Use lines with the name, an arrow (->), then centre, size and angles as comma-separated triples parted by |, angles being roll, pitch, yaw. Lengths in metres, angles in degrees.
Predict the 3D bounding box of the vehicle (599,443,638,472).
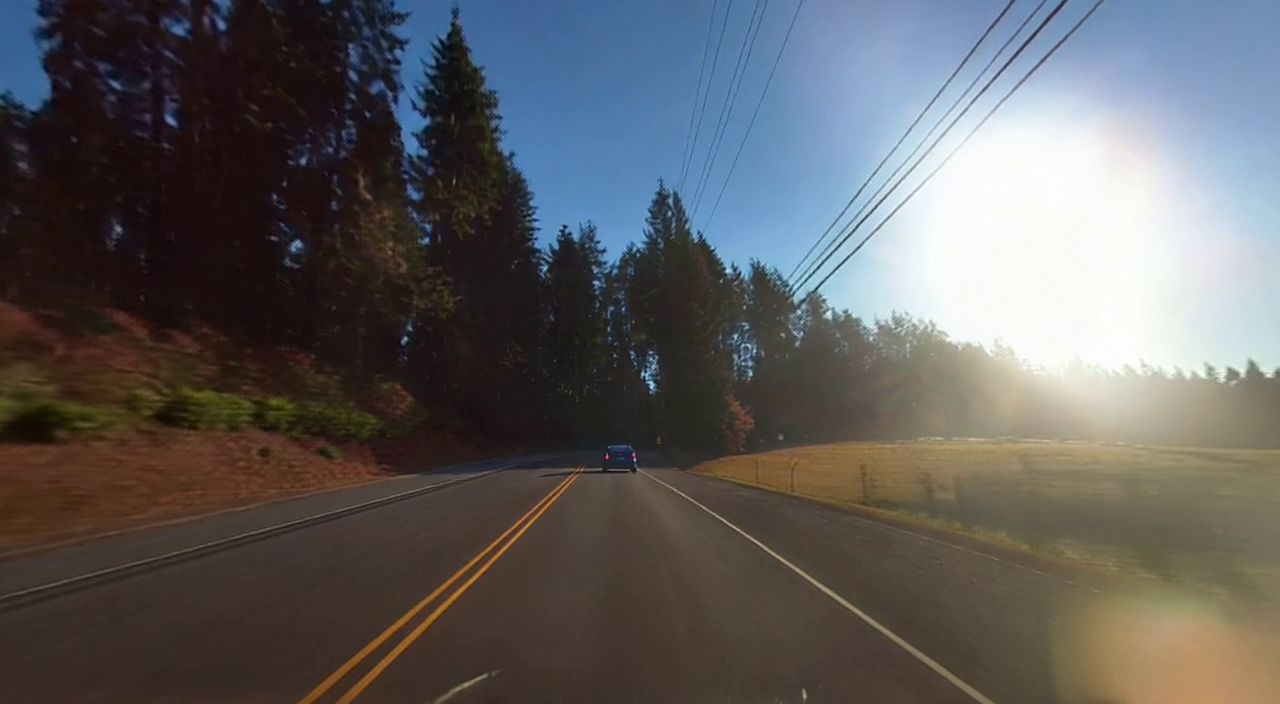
vehicle -> -1.226, 5.889, 35.547 | 2.059, 1.524, 3.963 | 0, -9, -3
